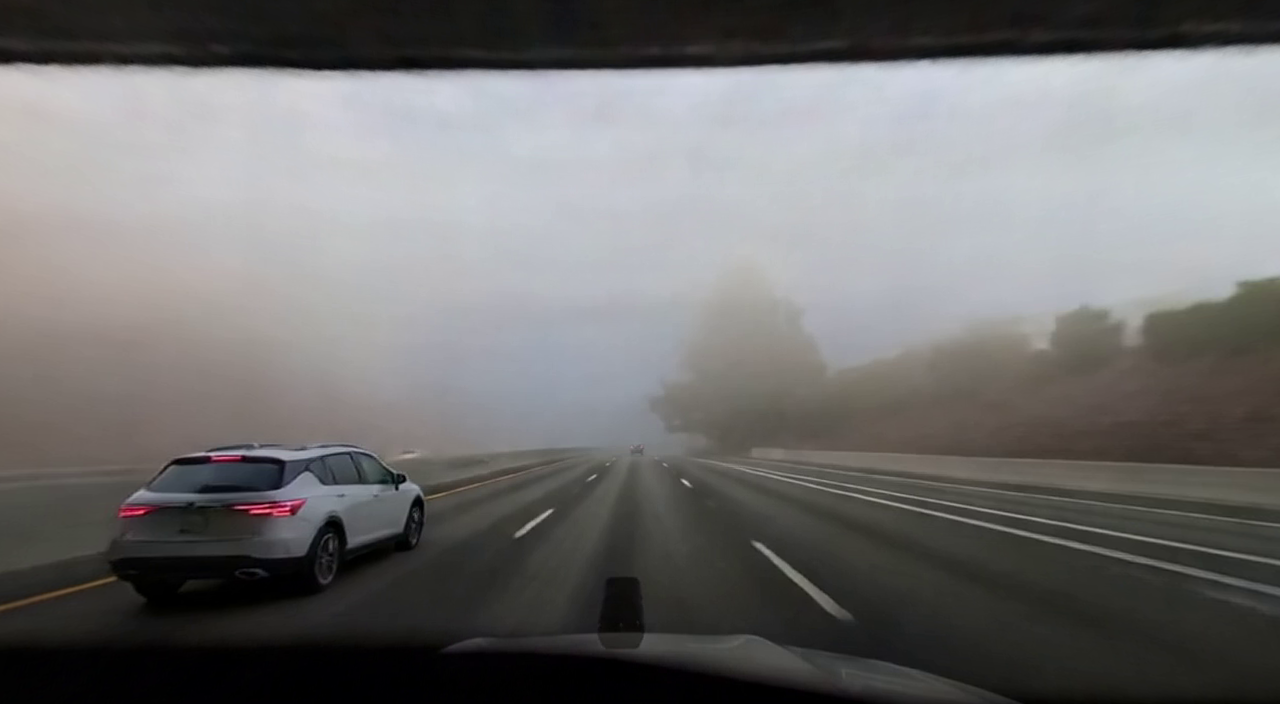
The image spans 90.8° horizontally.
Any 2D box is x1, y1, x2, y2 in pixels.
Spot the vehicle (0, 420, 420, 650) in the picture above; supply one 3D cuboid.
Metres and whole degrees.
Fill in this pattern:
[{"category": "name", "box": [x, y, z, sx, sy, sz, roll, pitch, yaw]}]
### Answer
[{"category": "vehicle", "box": [-4.077, 1.571, 6.509, 2.050, 1.547, 4.266, 0, -9, 0]}]
